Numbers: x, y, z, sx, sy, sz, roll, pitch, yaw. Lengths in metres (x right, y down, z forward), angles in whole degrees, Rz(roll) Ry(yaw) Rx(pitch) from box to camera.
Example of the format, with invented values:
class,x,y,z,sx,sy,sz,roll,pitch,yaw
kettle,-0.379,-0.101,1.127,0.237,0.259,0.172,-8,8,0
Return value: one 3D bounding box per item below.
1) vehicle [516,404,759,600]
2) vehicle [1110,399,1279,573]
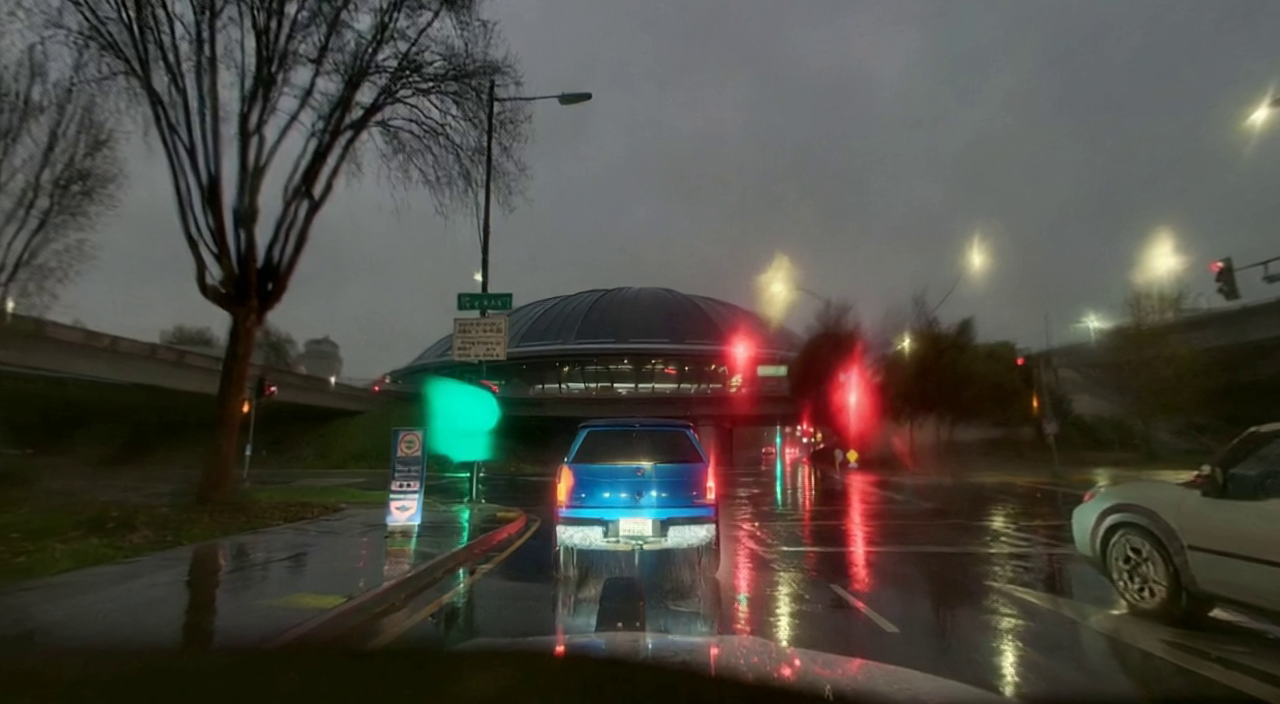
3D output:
class,x,y,z,sx,sy,sz,roll,pitch,yaw
vehicle,0.015,1.514,7.107,1.976,1.584,3.772,0,-9,1
vehicle,7.620,1.379,6.452,2.055,1.776,4.646,0,-9,1
